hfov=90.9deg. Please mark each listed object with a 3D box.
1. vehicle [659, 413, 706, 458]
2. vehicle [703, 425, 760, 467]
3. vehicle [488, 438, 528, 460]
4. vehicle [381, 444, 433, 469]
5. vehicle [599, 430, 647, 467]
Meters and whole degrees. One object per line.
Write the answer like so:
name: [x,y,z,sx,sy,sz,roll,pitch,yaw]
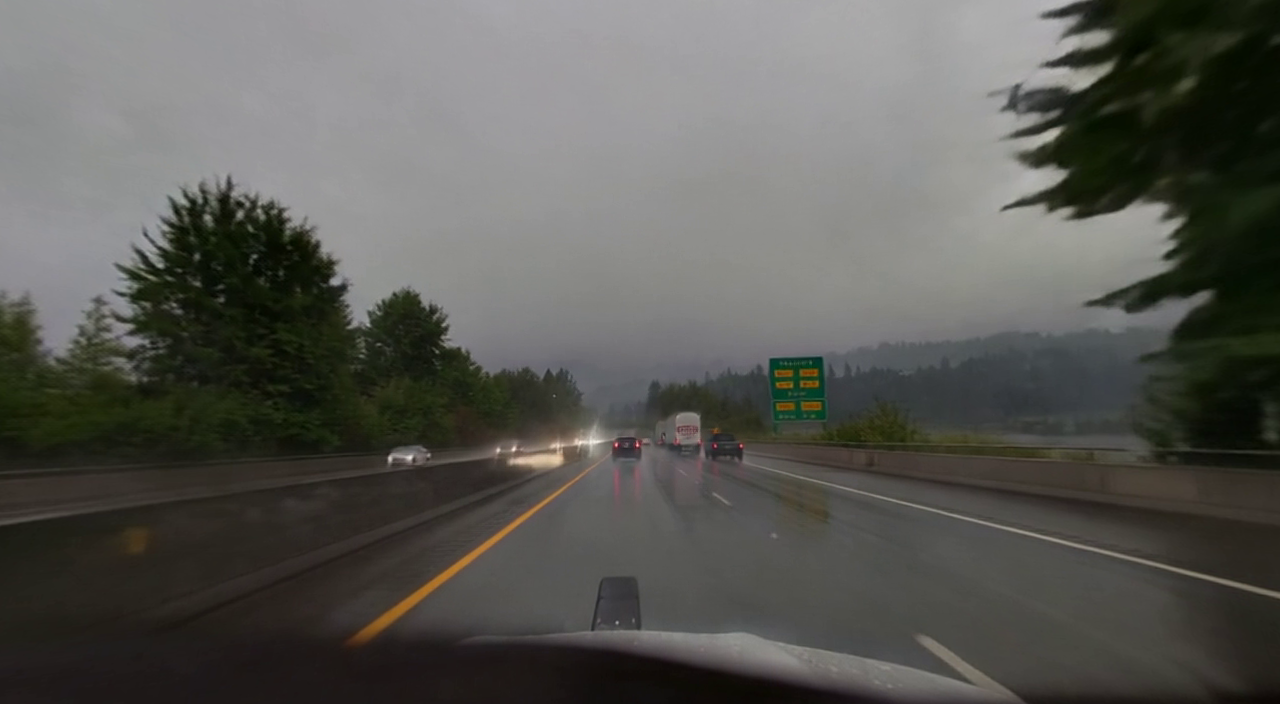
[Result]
vehicle: [2.993,6.190,46.633,2.728,3.053,7.708,0,-8,-1]
vehicle: [4.381,4.566,30.869,2.073,1.905,4.023,0,-8,-2]
vehicle: [-10.086,7.439,48.609,2.163,1.522,4.269,0,-8,0]
vehicle: [-14.390,6.450,39.123,1.806,1.418,3.732,0,-8,-1]
vehicle: [-0.824,4.710,31.161,2.206,1.681,4.111,0,-8,-1]
